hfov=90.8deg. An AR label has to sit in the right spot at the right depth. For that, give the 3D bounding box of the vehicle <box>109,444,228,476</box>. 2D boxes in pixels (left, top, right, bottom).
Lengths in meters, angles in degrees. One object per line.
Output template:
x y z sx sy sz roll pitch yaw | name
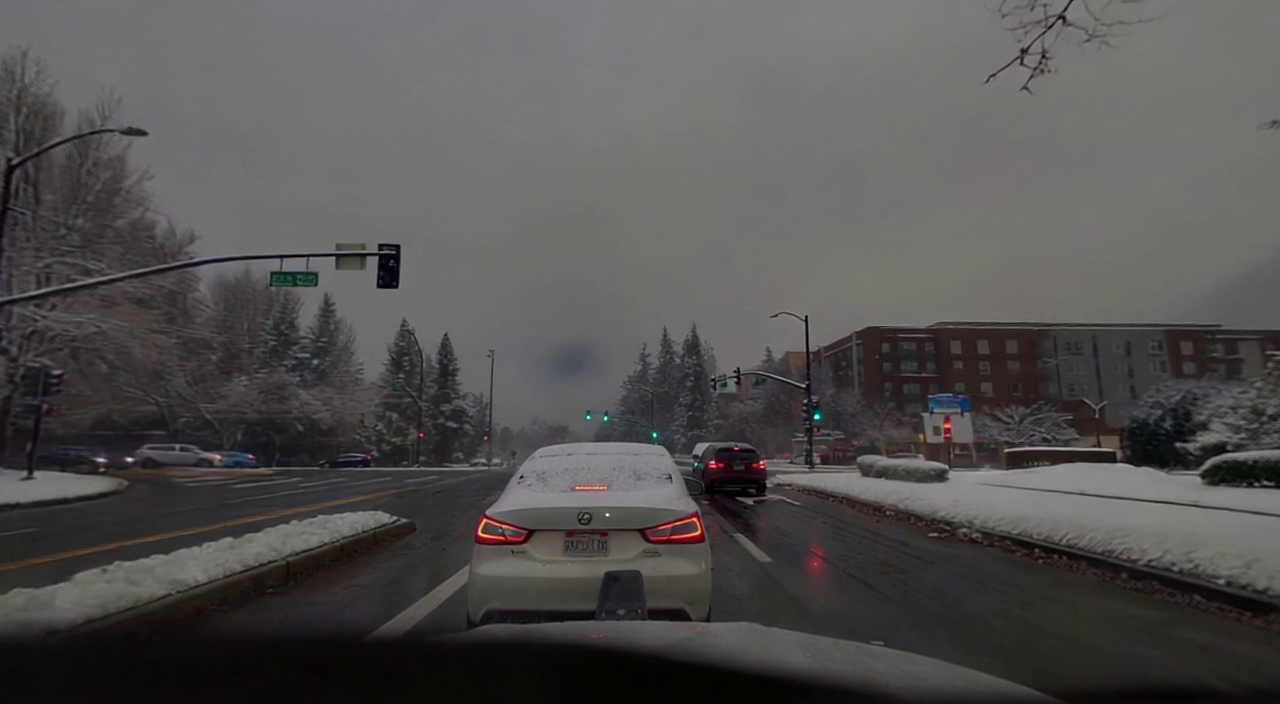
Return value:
-26.635 6.094 35.864 4.877 1.754 1.978 2 -9 -12 | vehicle

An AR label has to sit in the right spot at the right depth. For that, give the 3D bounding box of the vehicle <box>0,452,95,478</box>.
-35.679 6.718 37.758 4.199 1.432 1.727 2 -9 -12 | vehicle

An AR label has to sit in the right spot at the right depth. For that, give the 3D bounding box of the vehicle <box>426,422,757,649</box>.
-0.333 1.533 6.371 2.173 1.479 4.264 0 -9 0 | vehicle

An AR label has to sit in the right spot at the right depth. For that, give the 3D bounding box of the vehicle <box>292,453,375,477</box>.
-19.954 7.340 41.316 4.548 1.449 1.802 2 -9 -13 | vehicle
